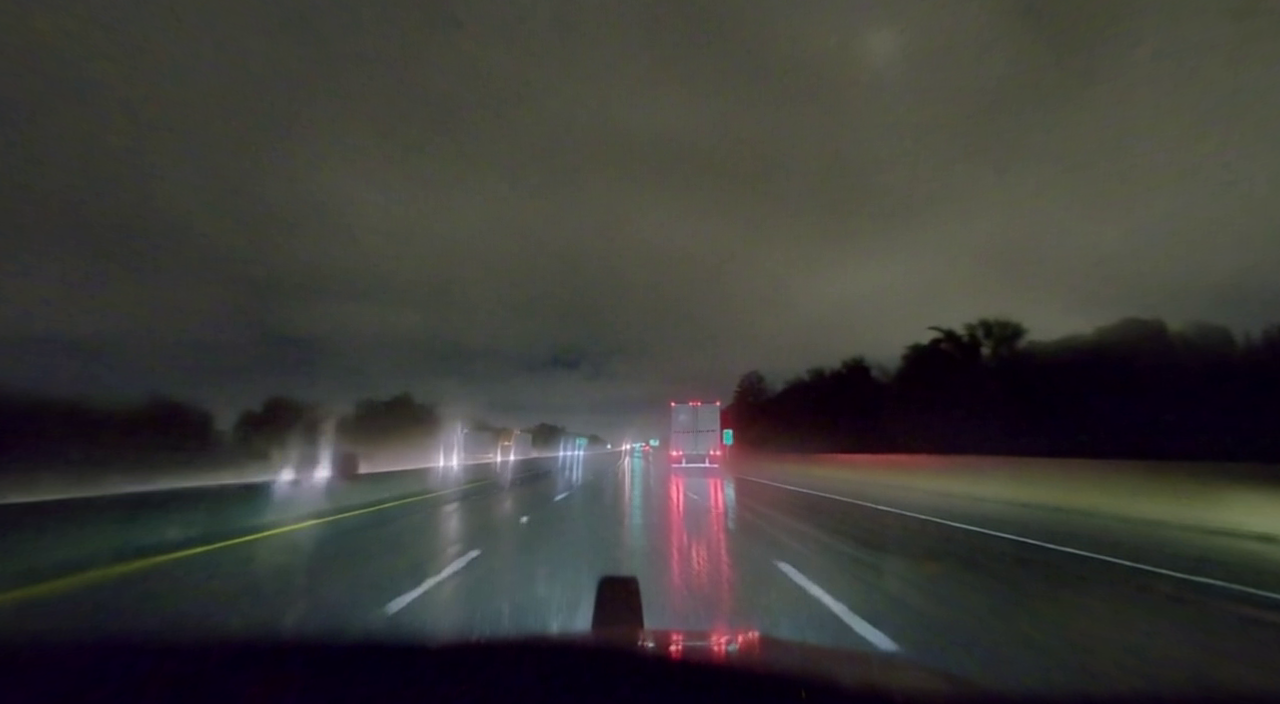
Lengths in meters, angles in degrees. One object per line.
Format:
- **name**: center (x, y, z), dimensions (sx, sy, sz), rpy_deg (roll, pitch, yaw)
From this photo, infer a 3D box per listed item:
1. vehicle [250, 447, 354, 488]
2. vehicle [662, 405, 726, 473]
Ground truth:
- **vehicle**: center (-14.310, 4.883, 26.952), dimensions (2.002, 1.594, 4.402), rpy_deg (0, -9, -1)
- **vehicle**: center (3.429, 6.219, 44.060), dimensions (3.037, 3.999, 13.133), rpy_deg (0, -9, -1)
